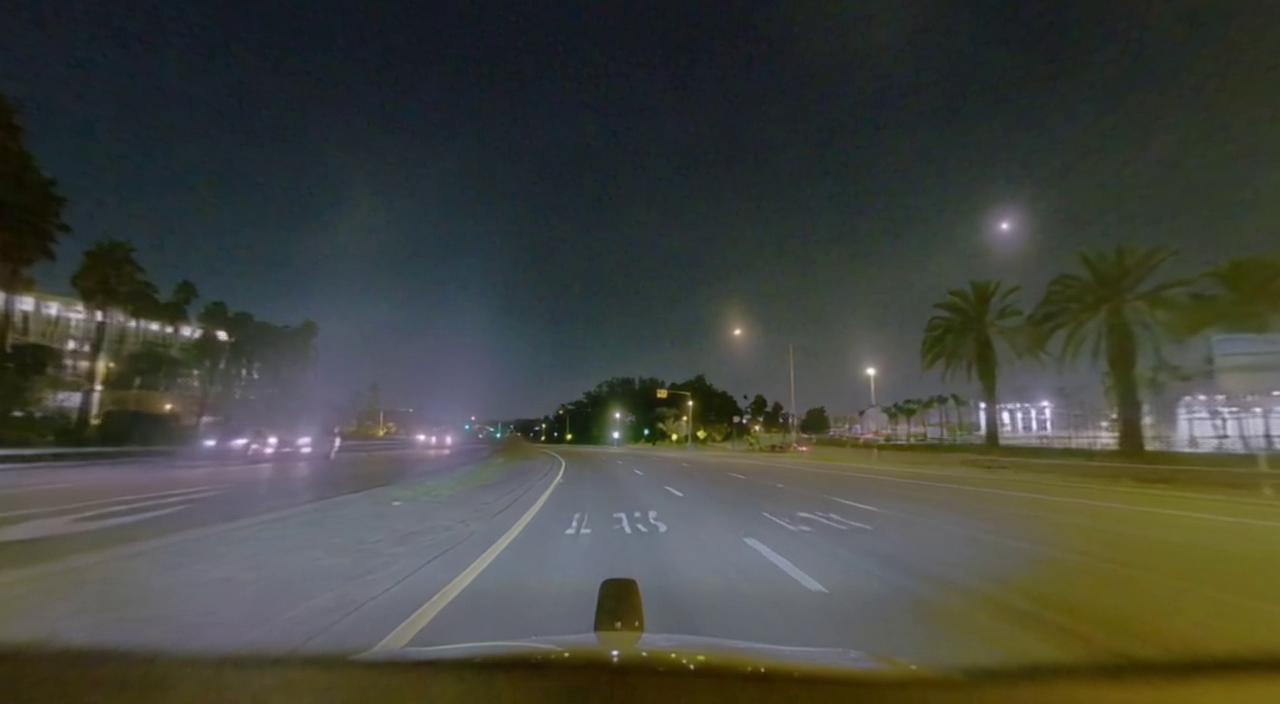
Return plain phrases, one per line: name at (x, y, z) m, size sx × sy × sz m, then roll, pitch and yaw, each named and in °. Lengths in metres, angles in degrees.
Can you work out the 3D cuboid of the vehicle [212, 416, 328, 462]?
vehicle at (-14.455, 3.462, 25.043) m, size 2.012 × 1.633 × 4.505 m, roll 0°, pitch -8°, yaw -3°
